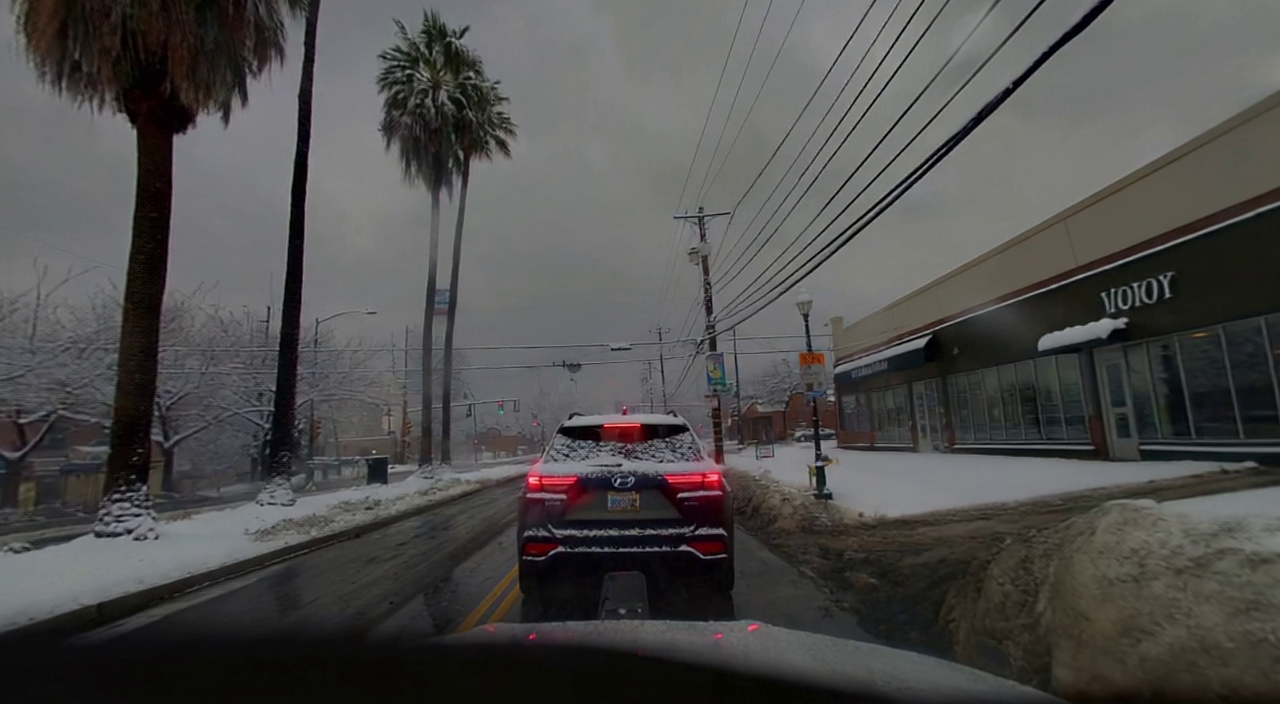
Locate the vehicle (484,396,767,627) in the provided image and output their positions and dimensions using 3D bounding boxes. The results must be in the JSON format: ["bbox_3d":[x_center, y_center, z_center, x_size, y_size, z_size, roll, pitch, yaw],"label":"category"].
[{"bbox_3d":[-0.191,1.457,6.675,2.105,1.702,3.750,0,-8,-3],"label":"vehicle"}]
